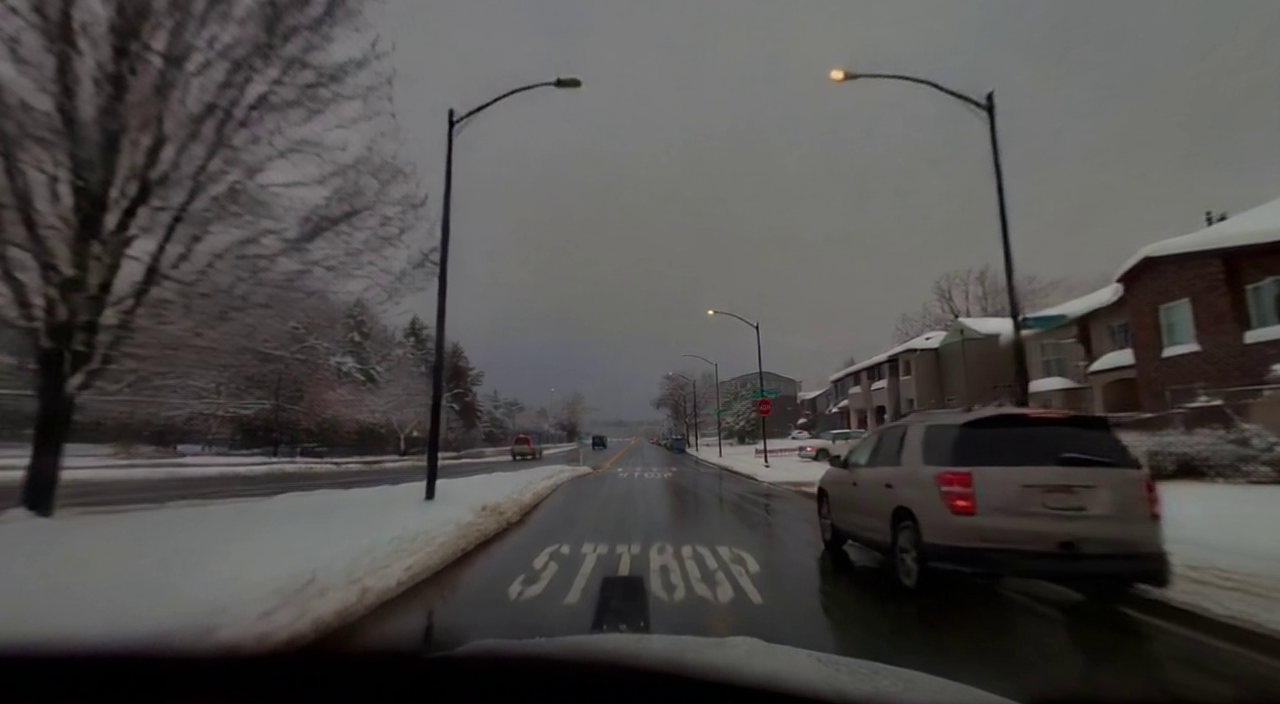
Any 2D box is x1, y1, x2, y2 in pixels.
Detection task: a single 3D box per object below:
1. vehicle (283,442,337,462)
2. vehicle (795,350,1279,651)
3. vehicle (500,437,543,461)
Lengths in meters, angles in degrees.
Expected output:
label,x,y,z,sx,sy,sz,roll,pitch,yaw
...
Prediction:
label,x,y,z,sx,sy,sz,roll,pitch,yaw
vehicle,-26.061,7.919,49.912,1.811,1.467,4.508,-1,-8,1
vehicle,3.122,1.231,6.151,2.067,1.846,4.384,0,-8,0
vehicle,-8.103,6.665,43.483,2.024,1.532,3.863,-1,-8,4
